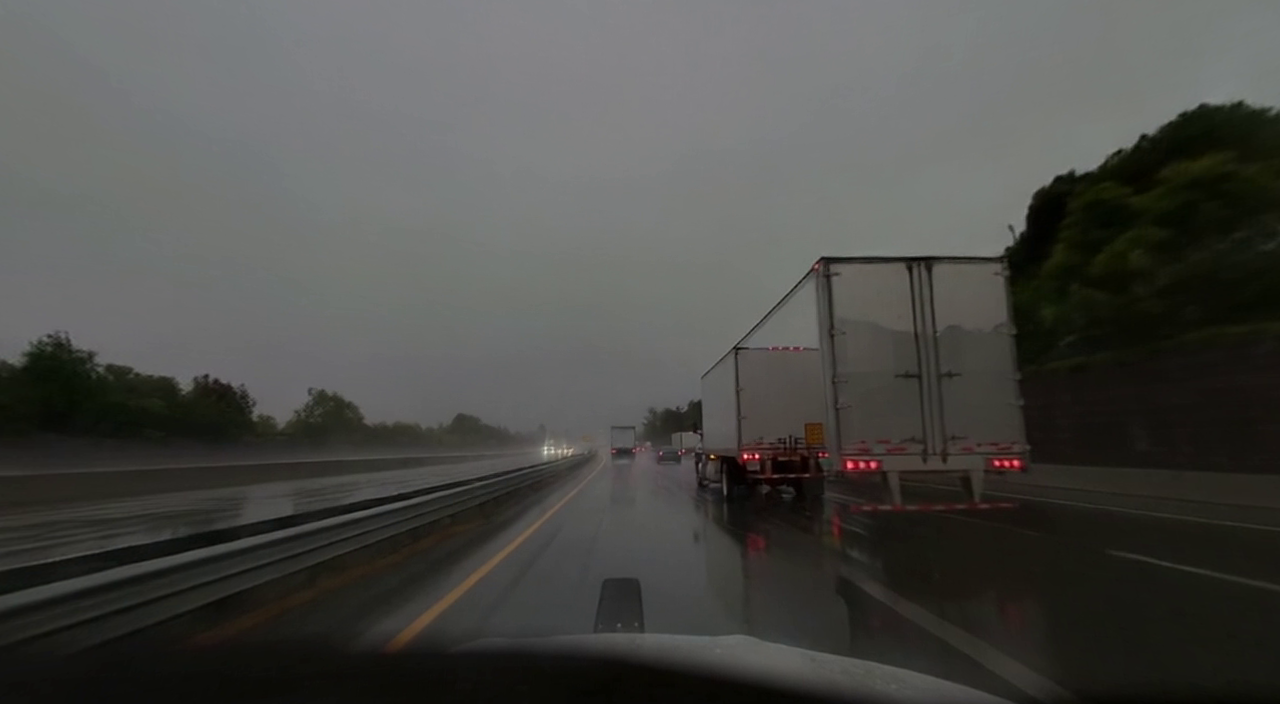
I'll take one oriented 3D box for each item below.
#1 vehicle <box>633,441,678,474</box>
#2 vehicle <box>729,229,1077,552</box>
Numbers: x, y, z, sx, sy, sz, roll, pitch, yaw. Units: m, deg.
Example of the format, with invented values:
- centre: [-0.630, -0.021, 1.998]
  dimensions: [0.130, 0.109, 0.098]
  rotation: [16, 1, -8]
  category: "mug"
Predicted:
- centre: [0.883, 5.608, 33.455]
  dimensions: [2.127, 1.642, 3.899]
  rotation: [-1, -9, 5]
  category: "vehicle"
- centre: [3.849, 1.054, 12.128]
  dimensions: [2.816, 4.086, 8.486]
  rotation: [0, -9, -1]
  category: "vehicle"
